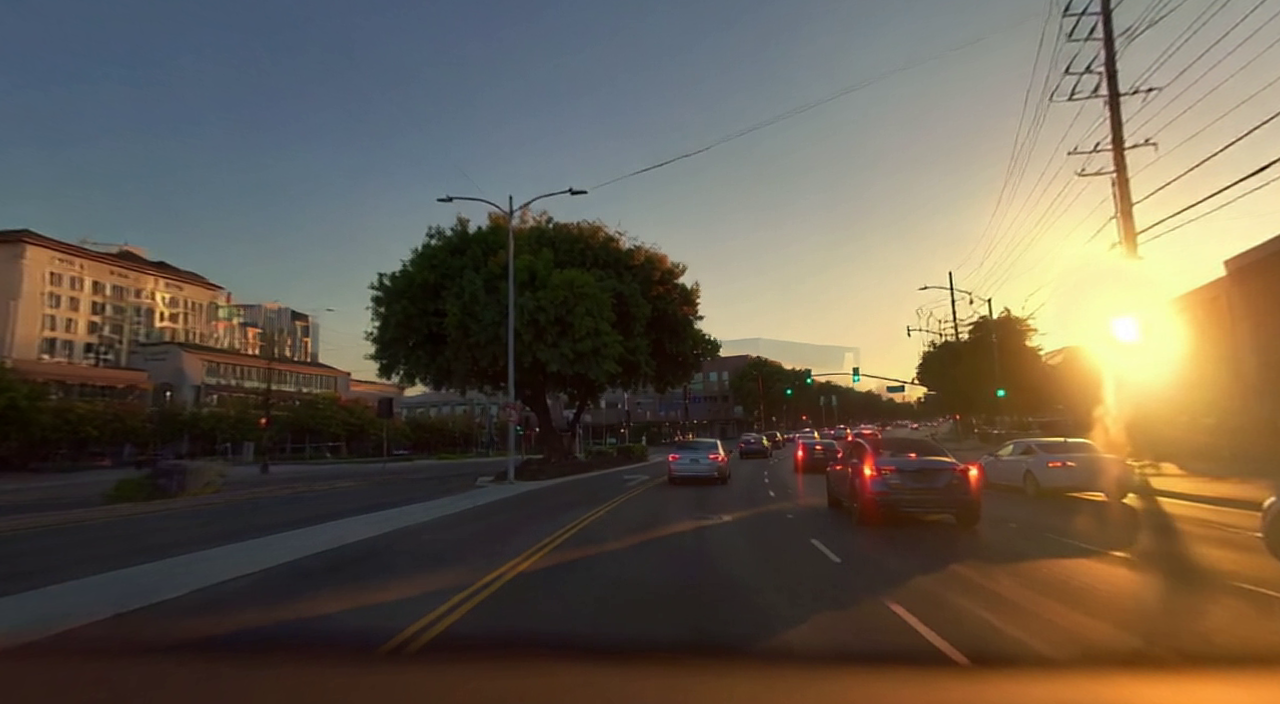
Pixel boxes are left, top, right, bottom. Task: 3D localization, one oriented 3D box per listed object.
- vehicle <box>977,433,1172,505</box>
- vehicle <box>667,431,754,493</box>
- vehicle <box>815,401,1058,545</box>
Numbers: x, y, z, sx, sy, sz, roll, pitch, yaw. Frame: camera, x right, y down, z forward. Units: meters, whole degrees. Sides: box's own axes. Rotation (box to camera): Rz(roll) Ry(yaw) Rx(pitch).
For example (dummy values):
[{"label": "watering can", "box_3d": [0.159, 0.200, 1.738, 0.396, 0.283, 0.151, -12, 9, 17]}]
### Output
[{"label": "vehicle", "box_3d": [10.165, 2.746, 15.282, 1.882, 1.463, 4.543, -1, -9, 7]}, {"label": "vehicle", "box_3d": [2.084, 3.084, 17.998, 2.168, 1.527, 4.174, -1, -9, 8]}, {"label": "vehicle", "box_3d": [4.464, 1.900, 10.556, 2.119, 1.810, 4.848, -1, -8, 6]}]
